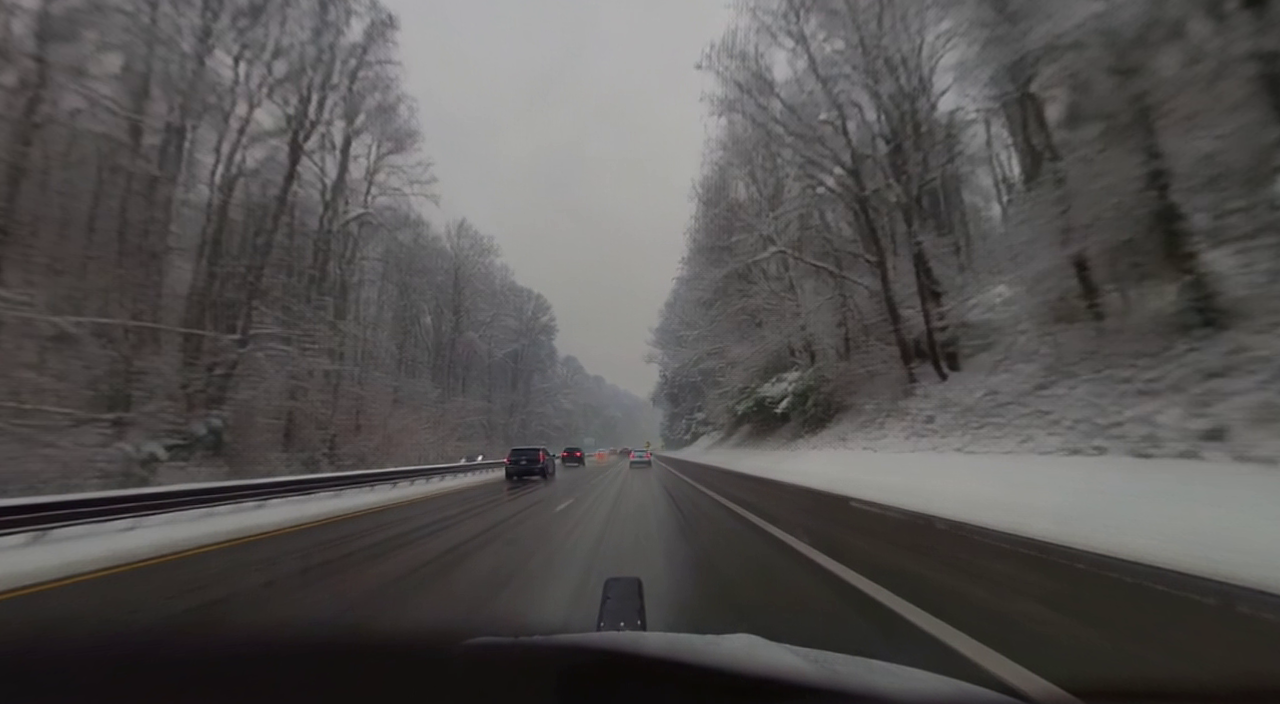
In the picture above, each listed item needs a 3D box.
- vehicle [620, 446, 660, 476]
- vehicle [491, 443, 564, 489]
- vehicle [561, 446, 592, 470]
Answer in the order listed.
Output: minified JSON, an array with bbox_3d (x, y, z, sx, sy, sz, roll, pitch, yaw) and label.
[{"bbox_3d":[-0.024,5.845,33.921,2.001,1.490,3.914,0,-9,0],"label":"vehicle"},{"bbox_3d":[-4.051,4.165,23.291,1.978,1.538,3.755,0,-9,0],"label":"vehicle"},{"bbox_3d":[-4.506,7.548,45.120,1.834,1.615,3.624,0,-9,0],"label":"vehicle"}]
